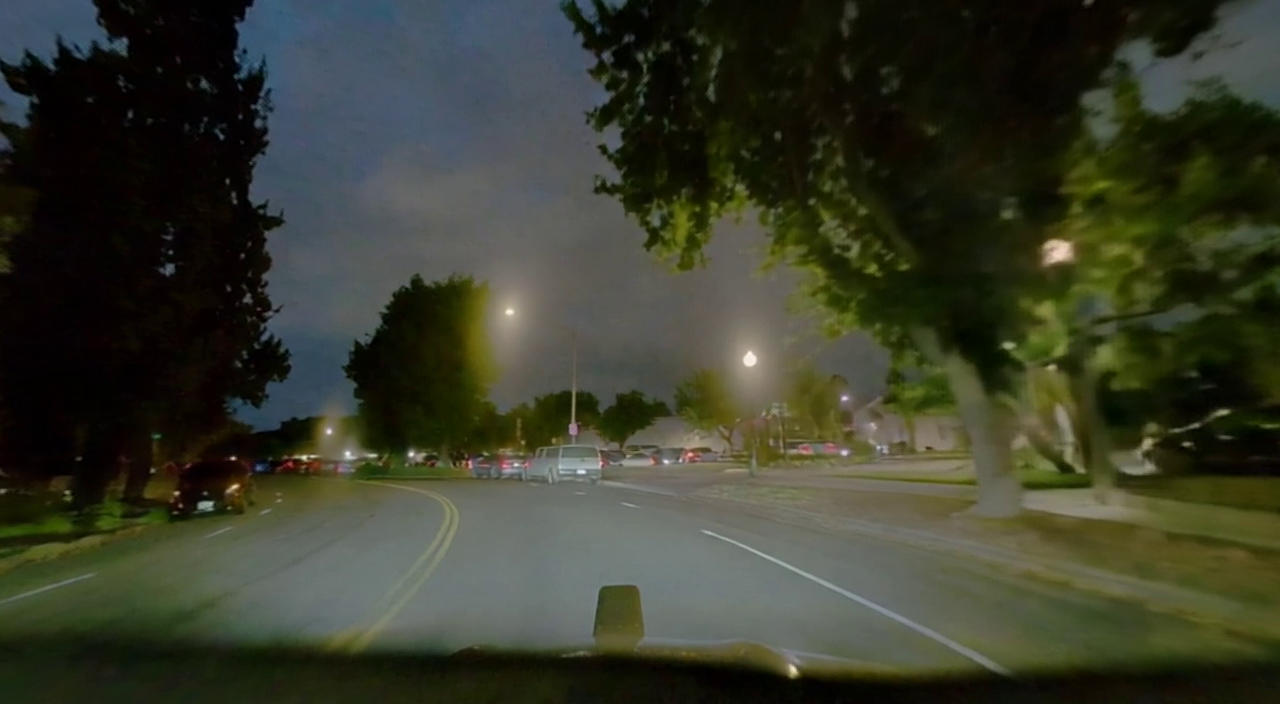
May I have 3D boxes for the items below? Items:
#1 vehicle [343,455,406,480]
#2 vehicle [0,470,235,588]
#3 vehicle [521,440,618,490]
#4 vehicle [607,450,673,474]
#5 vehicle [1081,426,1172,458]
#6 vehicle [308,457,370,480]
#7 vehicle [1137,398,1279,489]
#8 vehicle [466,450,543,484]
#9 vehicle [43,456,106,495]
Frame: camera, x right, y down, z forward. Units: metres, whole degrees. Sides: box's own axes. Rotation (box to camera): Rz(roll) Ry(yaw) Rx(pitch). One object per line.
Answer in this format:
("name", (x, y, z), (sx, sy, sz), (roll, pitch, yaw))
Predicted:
("vehicle", (-17.985, 7.774, 42.721), (4.713, 1.508, 1.884), (-7, -11, 40))
("vehicle", (-9.335, 2.622, 9.696), (2.876, 1.170, 6.732), (-3, -8, -10))
("vehicle", (-2.956, 4.475, 25.509), (2.289, 1.785, 4.944), (4, -9, -26))
("vehicle", (0.056, 7.005, 40.529), (2.218, 1.373, 4.156), (-7, -10, 35))
("vehicle", (30.010, 5.547, 39.048), (4.251, 1.666, 2.136), (-7, -5, 39))
("vehicle", (-22.010, 8.431, 46.079), (4.789, 1.509, 2.016), (-6, -11, 37))
("vehicle", (12.604, 1.785, 12.350), (4.248, 1.657, 1.940), (-5, -10, 32))
("vehicle", (-6.919, 5.751, 31.918), (2.066, 1.509, 4.579), (6, -10, -36))
("vehicle", (-42.070, 9.071, 46.961), (5.472, 2.223, 2.382), (-3, -5, 37))
